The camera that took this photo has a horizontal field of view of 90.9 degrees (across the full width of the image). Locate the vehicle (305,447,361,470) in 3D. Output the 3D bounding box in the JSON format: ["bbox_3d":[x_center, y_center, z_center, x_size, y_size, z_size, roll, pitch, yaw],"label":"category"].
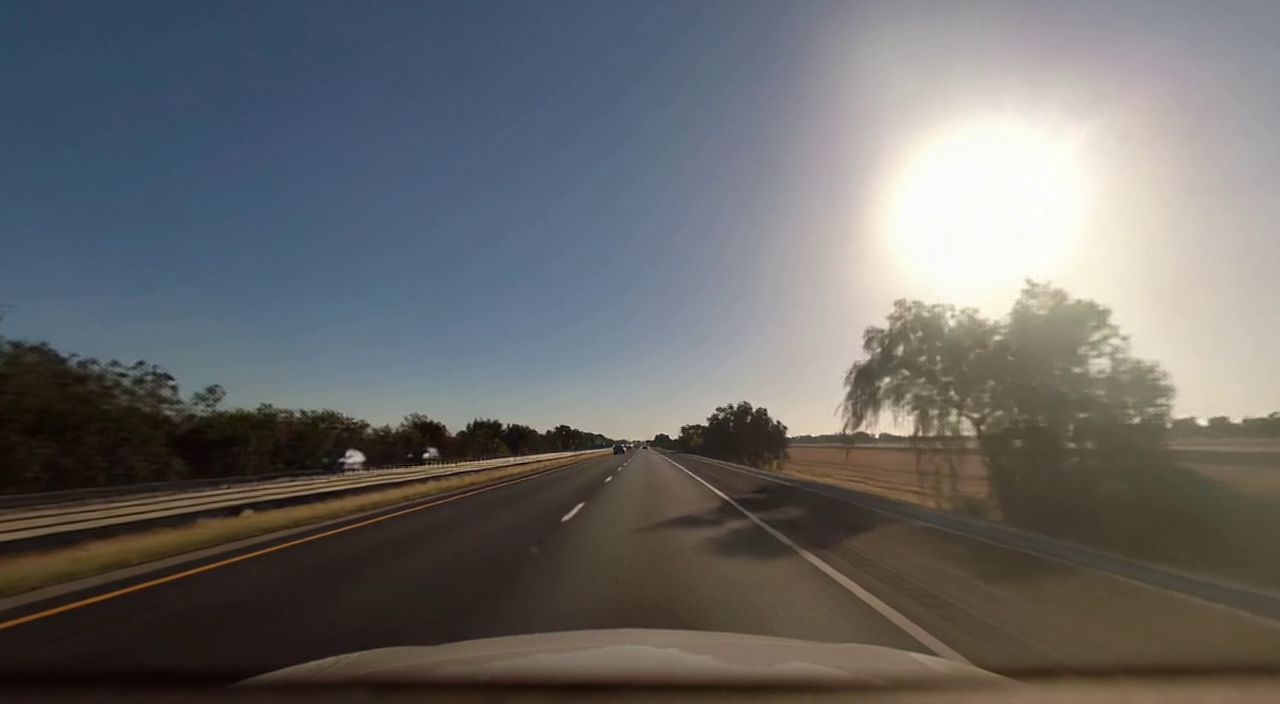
[{"bbox_3d":[-22.671,7.829,46.682,1.899,1.616,4.219,0,-8,2],"label":"vehicle"}]
